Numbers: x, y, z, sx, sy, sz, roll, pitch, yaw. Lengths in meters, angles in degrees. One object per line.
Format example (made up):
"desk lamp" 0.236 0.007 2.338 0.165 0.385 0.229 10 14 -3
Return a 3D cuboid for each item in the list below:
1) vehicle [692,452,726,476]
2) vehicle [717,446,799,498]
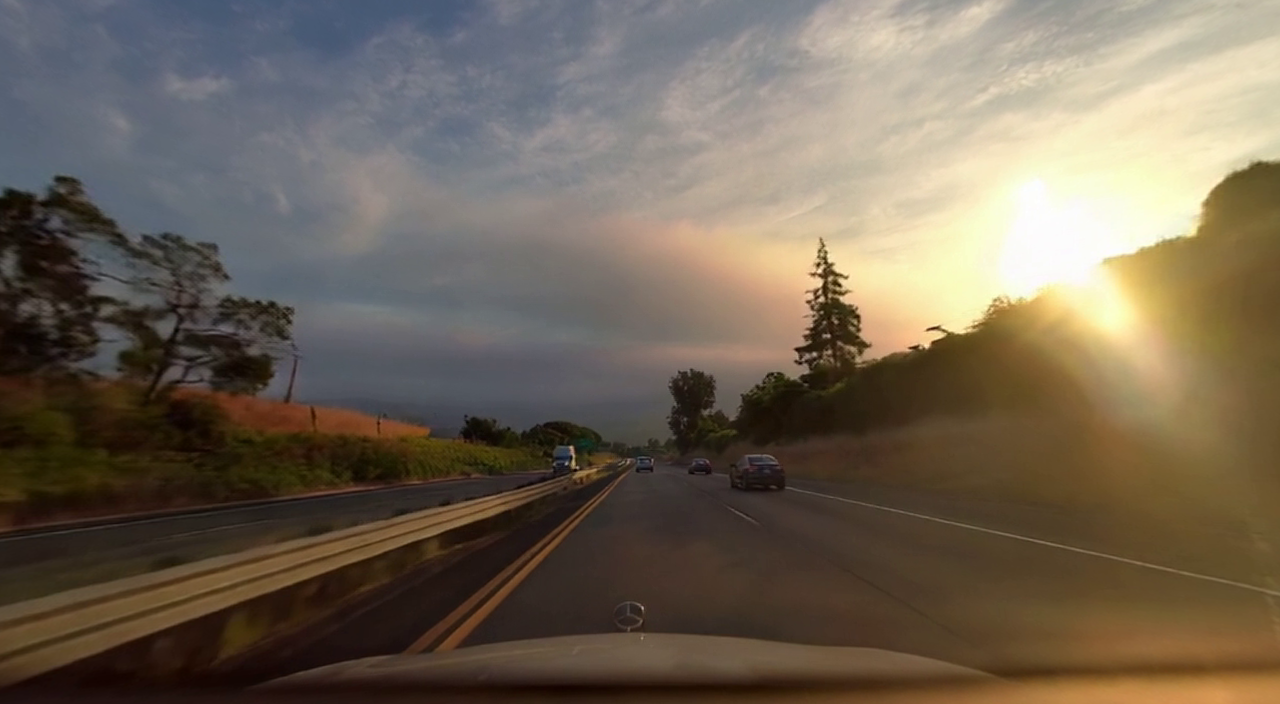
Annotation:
"vehicle" 5.087 8.331 46.997 1.994 1.671 3.949 0 -9 -1
"vehicle" 4.153 4.308 23.016 2.122 1.662 4.392 0 -9 0
